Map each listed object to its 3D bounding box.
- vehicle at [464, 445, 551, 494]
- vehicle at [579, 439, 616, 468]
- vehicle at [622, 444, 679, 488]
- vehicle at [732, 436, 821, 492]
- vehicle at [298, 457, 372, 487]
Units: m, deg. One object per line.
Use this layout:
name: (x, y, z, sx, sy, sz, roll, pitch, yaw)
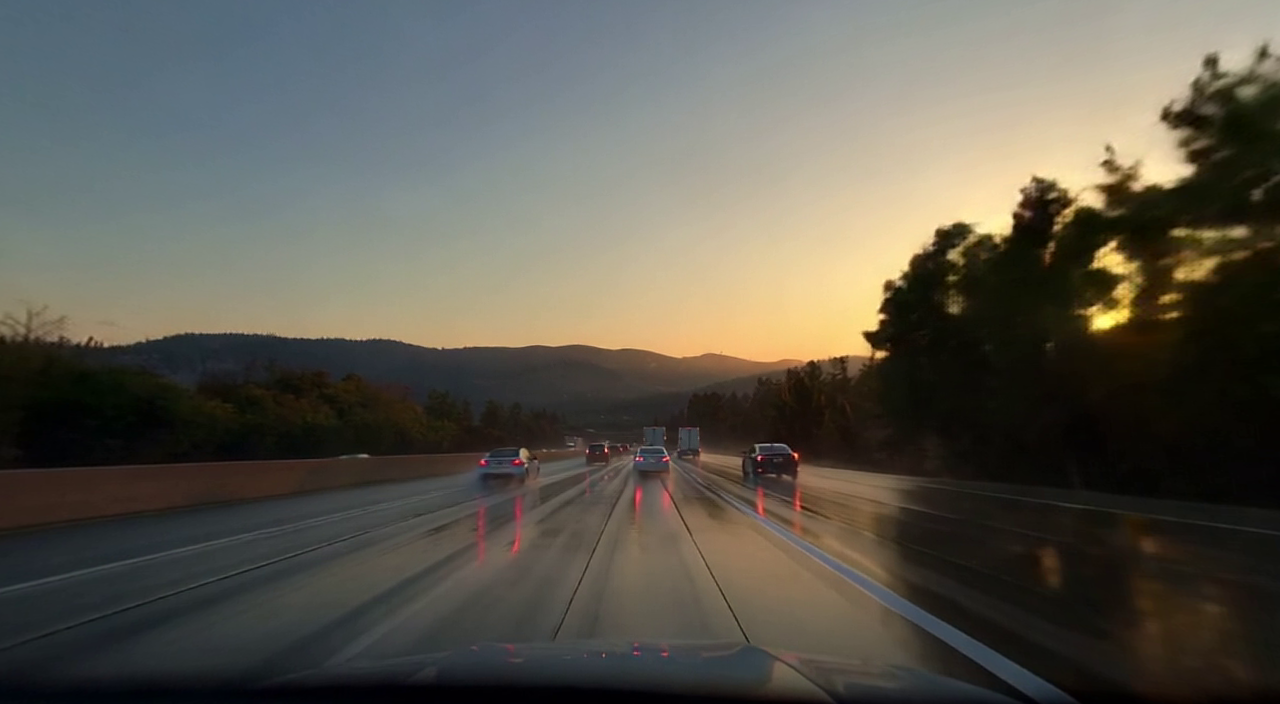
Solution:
vehicle: (-4.346, 3.933, 21.309, 1.967, 1.473, 4.439, 0, -9, 1)
vehicle: (-3.023, 7.397, 45.569, 2.230, 1.973, 4.403, -1, -9, 2)
vehicle: (0.375, 4.392, 24.486, 2.015, 1.526, 4.286, 0, -9, 0)
vehicle: (4.455, 3.721, 21.093, 2.018, 1.639, 4.149, 0, -9, 0)
vehicle: (-16.569, 6.522, 34.325, 1.912, 1.478, 4.106, -1, -9, 1)
